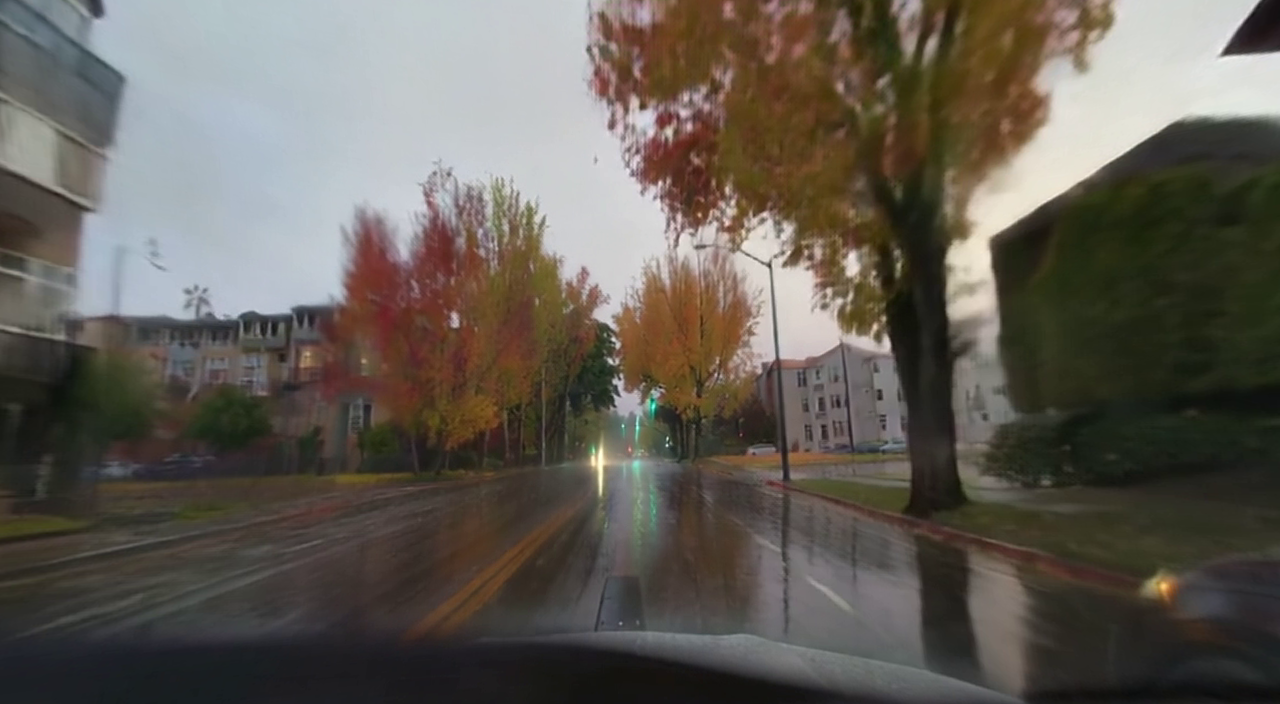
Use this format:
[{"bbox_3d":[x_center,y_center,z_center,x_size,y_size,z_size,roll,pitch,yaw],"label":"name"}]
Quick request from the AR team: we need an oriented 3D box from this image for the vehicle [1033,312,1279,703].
[{"bbox_3d":[3.163,0.578,0.754,2.224,1.791,4.834,0,-9,0],"label":"vehicle"}]
